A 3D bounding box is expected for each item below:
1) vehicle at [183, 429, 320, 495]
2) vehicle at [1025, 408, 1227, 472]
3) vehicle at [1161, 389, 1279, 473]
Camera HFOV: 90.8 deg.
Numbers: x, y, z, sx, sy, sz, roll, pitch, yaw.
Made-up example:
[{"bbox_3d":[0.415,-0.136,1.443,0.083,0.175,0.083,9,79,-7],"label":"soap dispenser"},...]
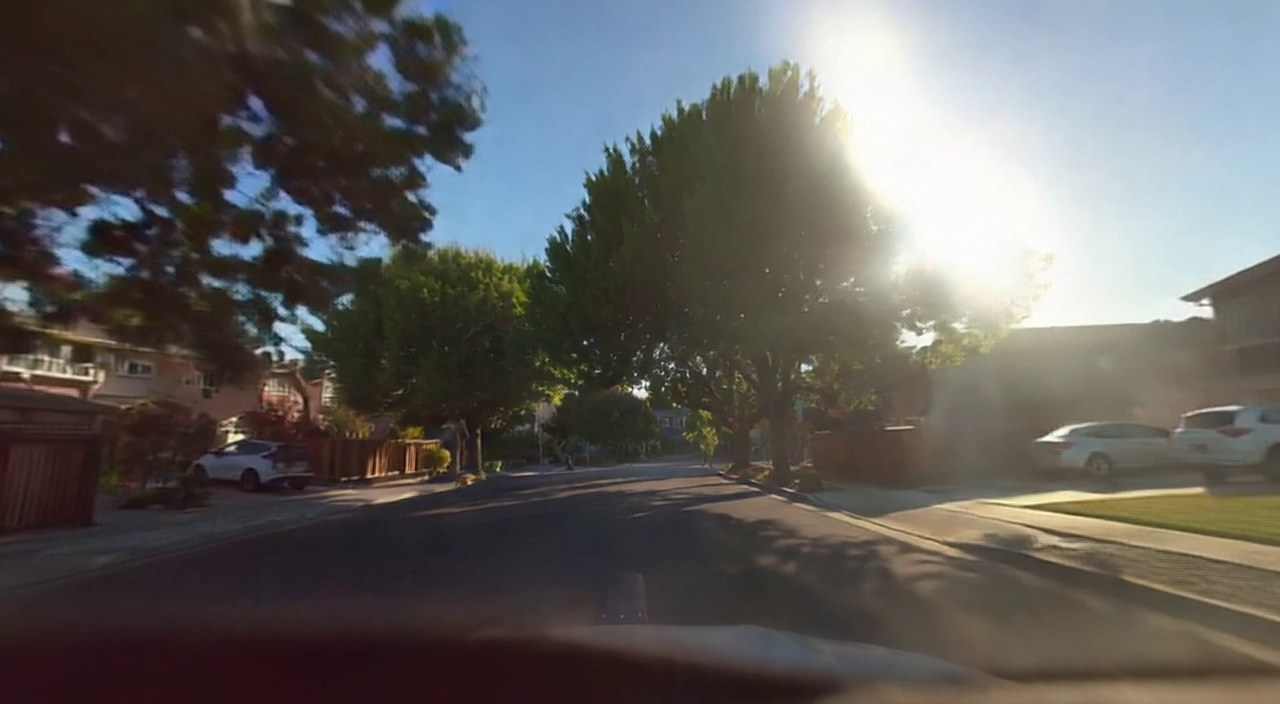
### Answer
[{"bbox_3d":[-12.469,3.470,20.167,4.656,1.835,2.039,-7,-11,37],"label":"vehicle"},{"bbox_3d":[13.104,2.446,17.341,3.780,1.601,2.025,-2,-9,13],"label":"vehicle"},{"bbox_3d":[14.453,1.727,13.750,4.261,1.725,1.955,-4,-9,20],"label":"vehicle"}]
